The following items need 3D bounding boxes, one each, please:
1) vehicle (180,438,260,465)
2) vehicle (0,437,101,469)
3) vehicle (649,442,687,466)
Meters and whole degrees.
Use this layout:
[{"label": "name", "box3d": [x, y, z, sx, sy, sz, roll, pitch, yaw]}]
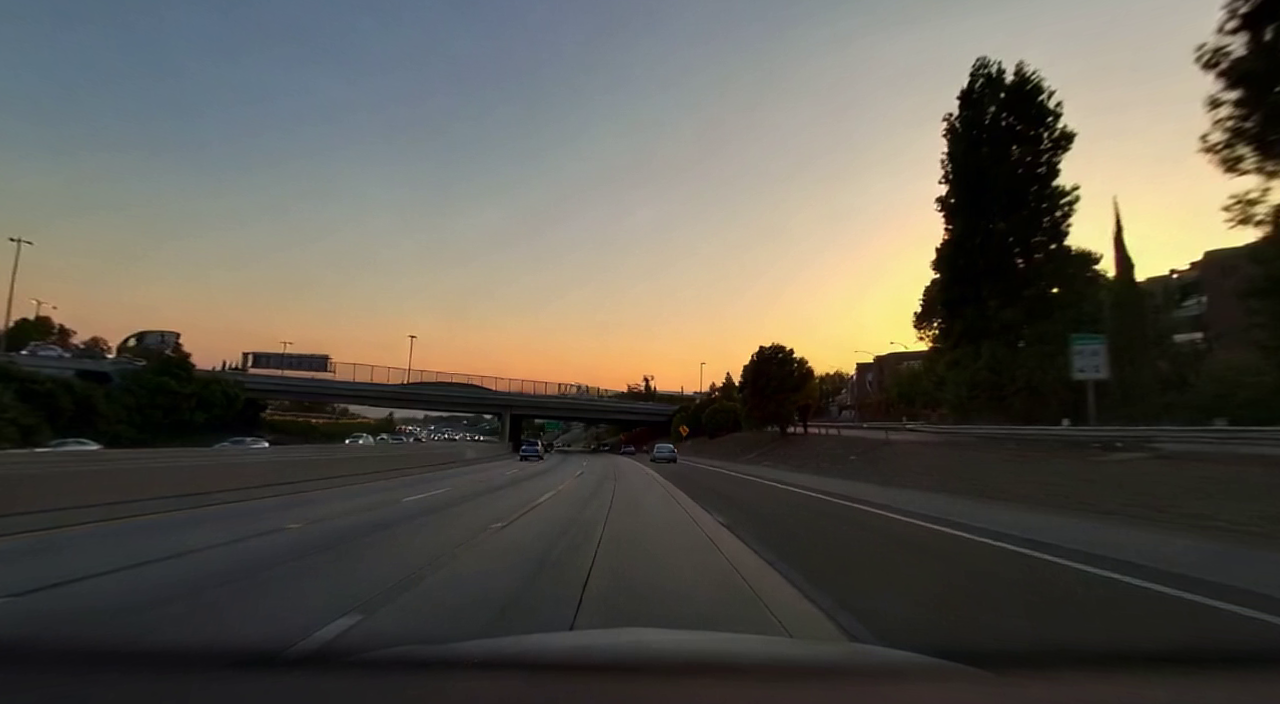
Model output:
[{"label": "vehicle", "box3d": [-27.093, 6.440, 40.900, 2.019, 1.636, 4.858, 0, -8, -3]}, {"label": "vehicle", "box3d": [-38.071, 6.420, 40.383, 2.152, 1.903, 5.882, 0, -8, -3]}, {"label": "vehicle", "box3d": [1.854, 6.905, 43.032, 2.059, 1.509, 4.670, 1, -8, -4]}]
